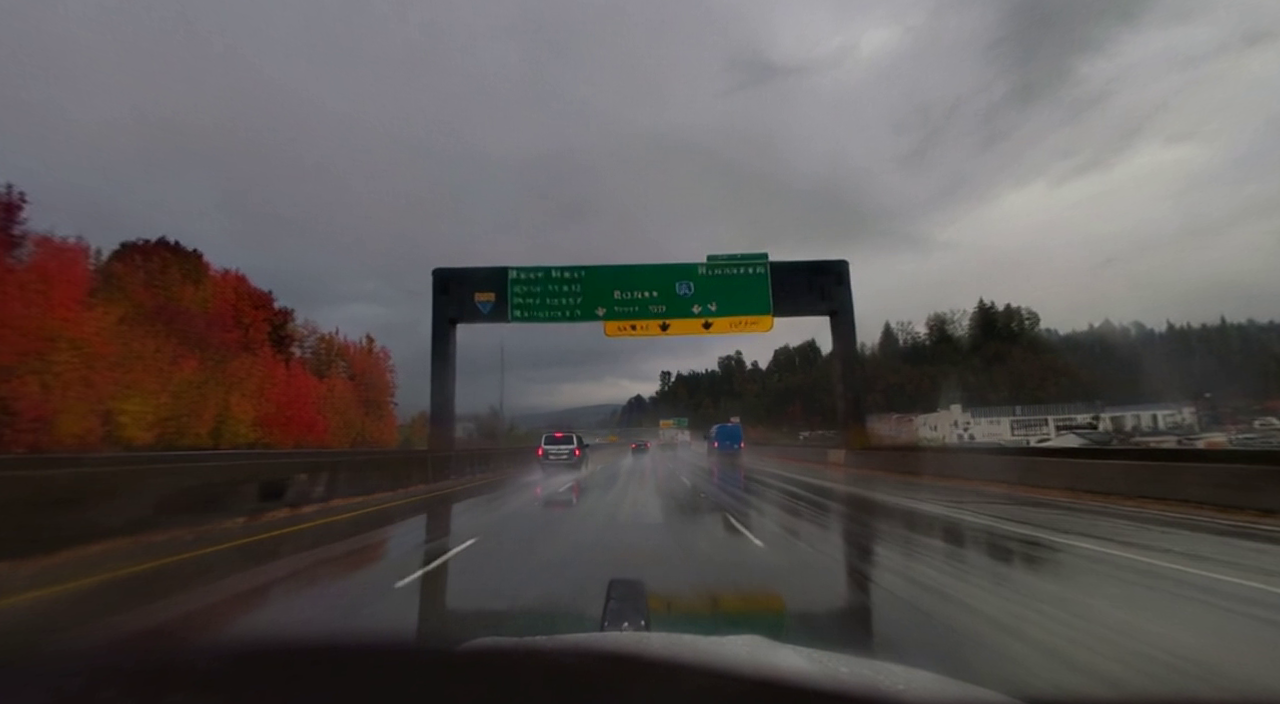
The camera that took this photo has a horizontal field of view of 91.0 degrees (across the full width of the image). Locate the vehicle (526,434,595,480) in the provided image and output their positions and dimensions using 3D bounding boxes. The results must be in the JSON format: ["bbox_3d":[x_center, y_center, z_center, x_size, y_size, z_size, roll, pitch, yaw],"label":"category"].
[{"bbox_3d":[-3.112,4.239,25.659,2.177,1.707,4.432,0,-8,1],"label":"vehicle"}]
